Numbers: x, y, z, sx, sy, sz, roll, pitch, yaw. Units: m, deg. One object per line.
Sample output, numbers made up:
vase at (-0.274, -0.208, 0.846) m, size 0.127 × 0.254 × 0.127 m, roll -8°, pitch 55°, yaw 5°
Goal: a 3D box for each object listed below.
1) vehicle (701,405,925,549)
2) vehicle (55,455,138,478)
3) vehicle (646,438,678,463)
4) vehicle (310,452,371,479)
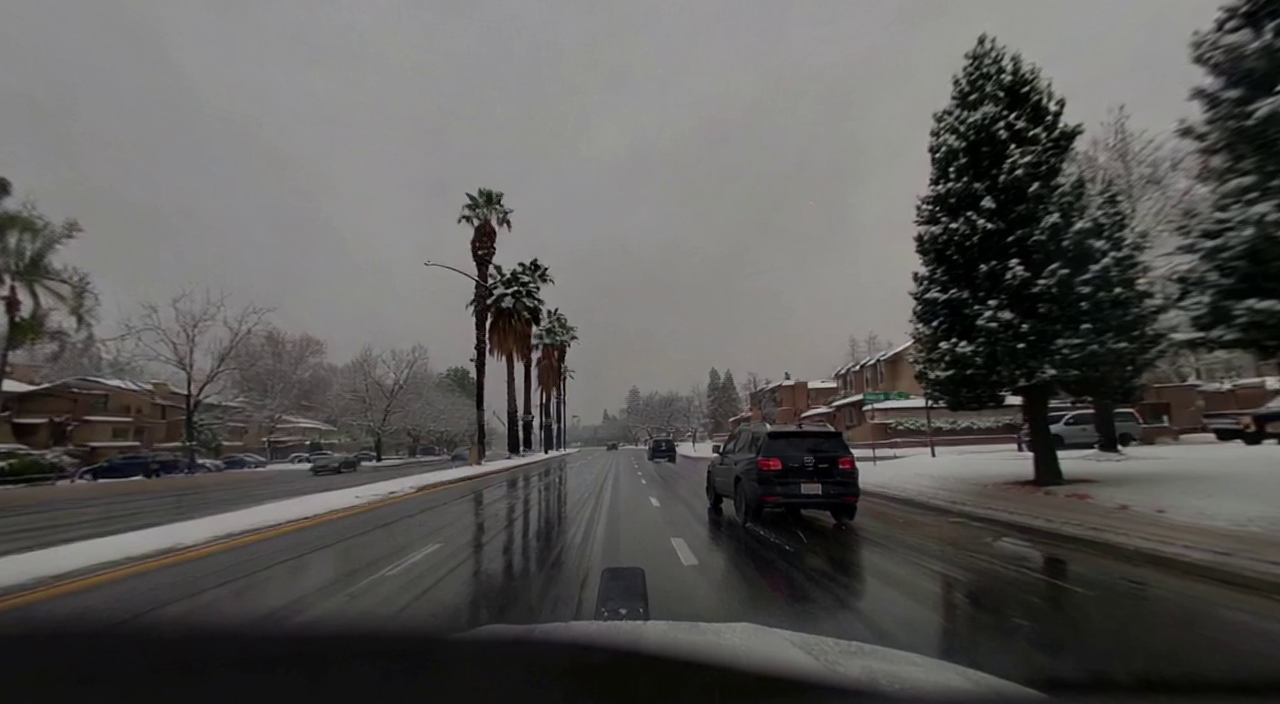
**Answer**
vehicle at (2.431, 1.929, 10.358) m, size 2.195 × 1.804 × 4.658 m, roll 0°, pitch -8°, yaw -2°
vehicle at (-37.445, 7.860, 43.281) m, size 4.080 × 1.476 × 1.821 m, roll -1°, pitch -8°, yaw 4°
vehicle at (1.651, 7.621, 48.705) m, size 2.172 × 1.768 × 4.414 m, roll 0°, pitch -8°, yaw -2°
vehicle at (-17.728, 6.693, 37.408) m, size 2.018 × 1.438 × 4.448 m, roll 1°, pitch -8°, yaw -9°
